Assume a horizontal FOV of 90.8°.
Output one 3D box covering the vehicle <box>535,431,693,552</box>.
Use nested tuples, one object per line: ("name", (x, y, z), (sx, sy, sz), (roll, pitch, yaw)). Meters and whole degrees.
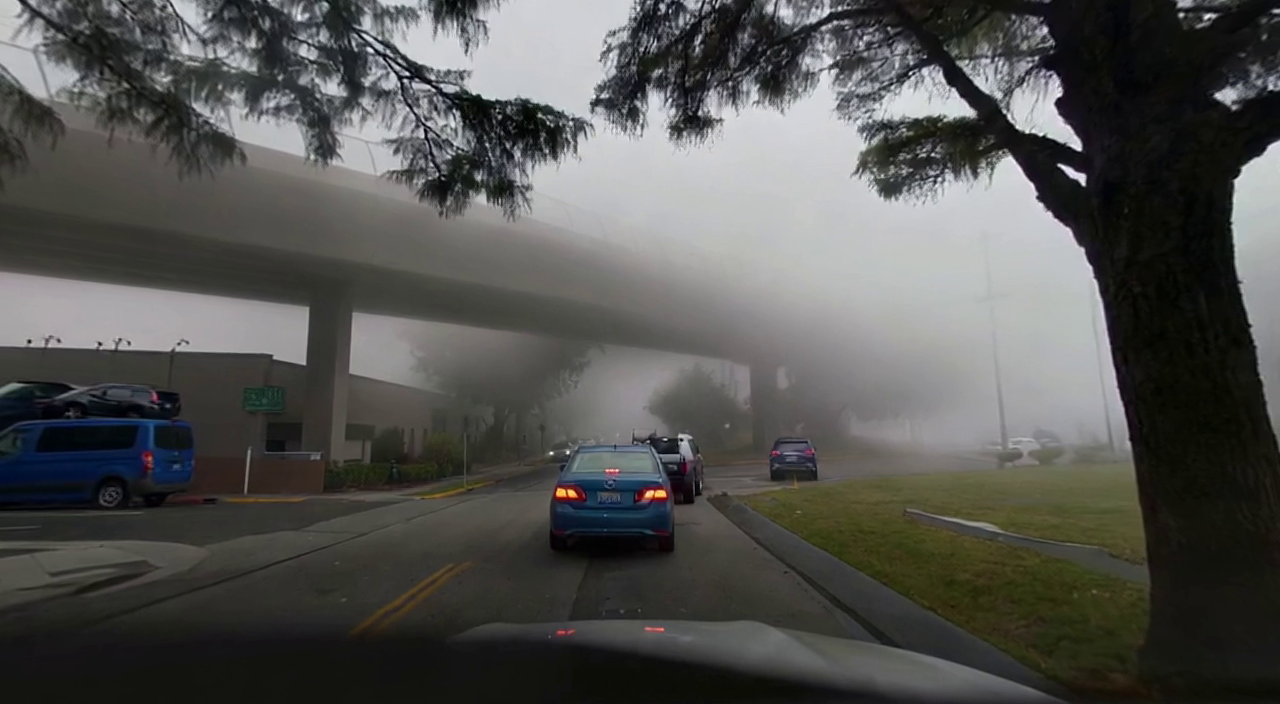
("vehicle", (-0.281, 2.194, 10.715), (2.087, 1.578, 4.652), (0, -9, 2))

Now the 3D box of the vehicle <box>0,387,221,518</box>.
("vehicle", (-13.553, 2.344, 14.877), (5.356, 2.762, 2.644), (0, -9, 0))

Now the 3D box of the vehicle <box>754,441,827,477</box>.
("vehicle", (8.444, 5.912, 35.206), (2.032, 1.828, 4.425), (-7, -11, 40))
